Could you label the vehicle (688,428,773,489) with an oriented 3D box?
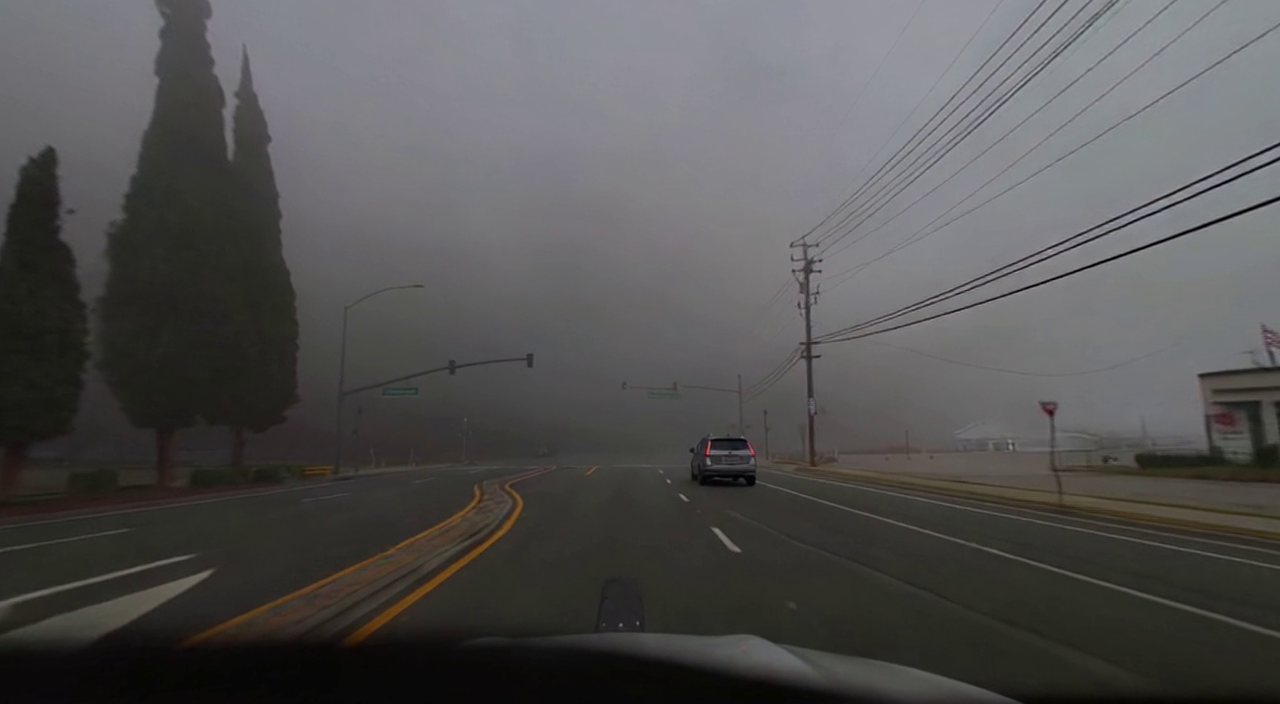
[{"bbox_3d":[2.876,3.534,21.228,2.060,1.820,4.713,0,-9,-2],"label":"vehicle"}]
